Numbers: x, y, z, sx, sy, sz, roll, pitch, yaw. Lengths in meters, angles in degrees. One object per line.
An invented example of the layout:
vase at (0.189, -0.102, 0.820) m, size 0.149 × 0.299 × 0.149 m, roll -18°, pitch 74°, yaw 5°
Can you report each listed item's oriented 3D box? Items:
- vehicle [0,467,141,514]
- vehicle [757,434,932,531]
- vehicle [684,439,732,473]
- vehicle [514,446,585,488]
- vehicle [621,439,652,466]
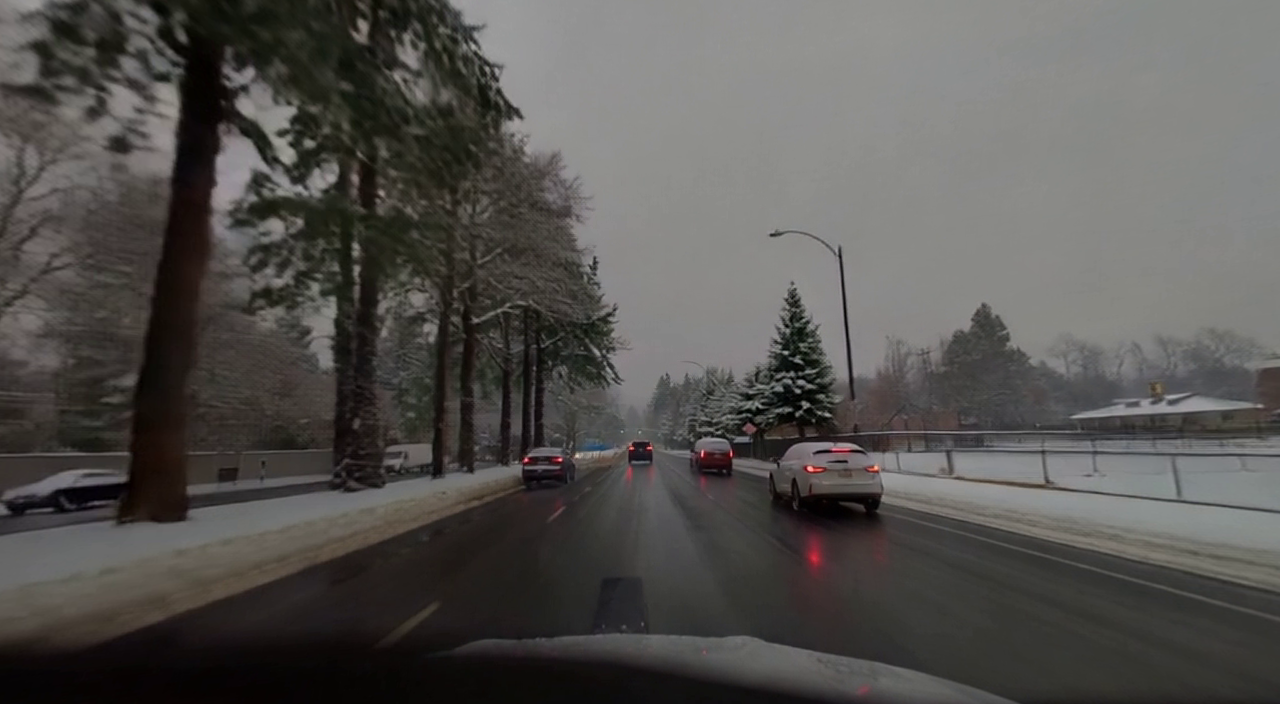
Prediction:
vehicle at (-22.655, 5.388, 24.881) m, size 1.908 × 1.483 × 4.835 m, roll 0°, pitch -8°, yaw 0°
vehicle at (3.606, 2.358, 12.049) m, size 1.919 × 1.502 × 4.232 m, roll 0°, pitch -8°, yaw 0°
vehicle at (3.631, 5.641, 34.435) m, size 1.980 × 1.709 × 4.367 m, roll 0°, pitch -8°, yaw -1°
vehicle at (-3.166, 4.116, 22.858) m, size 2.013 × 1.354 × 3.908 m, roll 0°, pitch -8°, yaw 0°
vehicle at (-0.291, 7.478, 47.021) m, size 2.247 × 1.882 × 4.603 m, roll 0°, pitch -8°, yaw -1°
